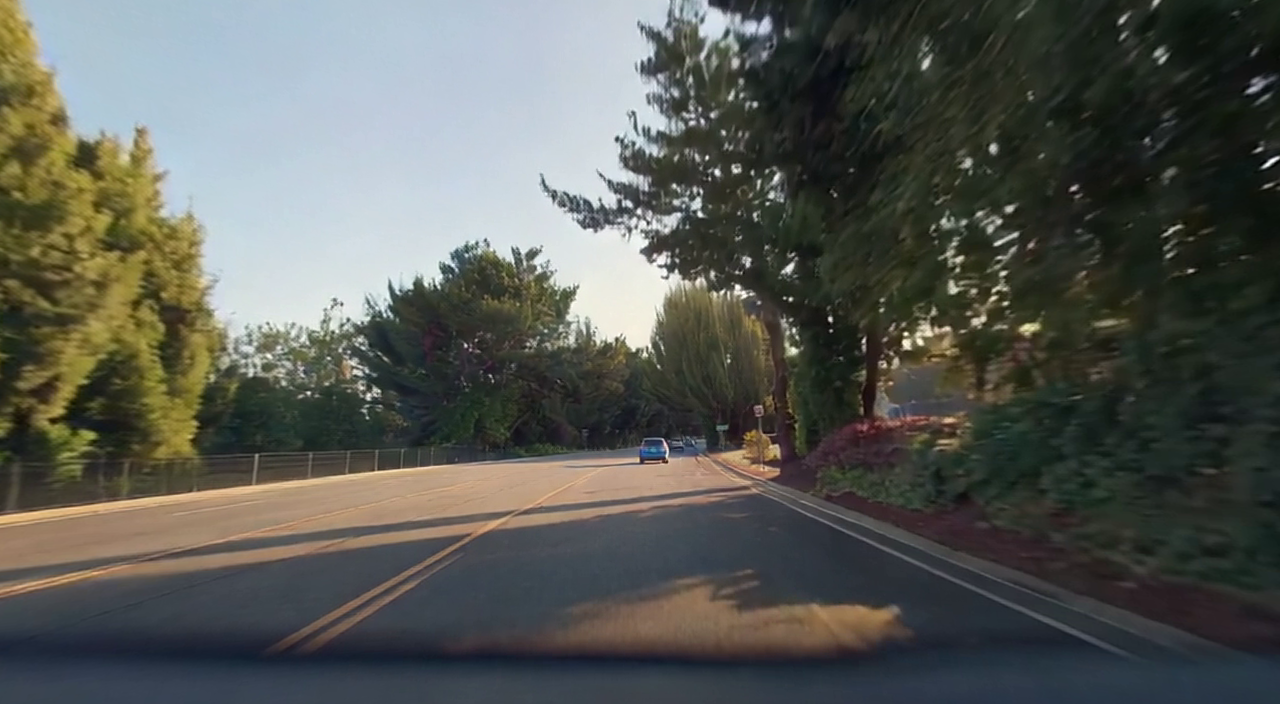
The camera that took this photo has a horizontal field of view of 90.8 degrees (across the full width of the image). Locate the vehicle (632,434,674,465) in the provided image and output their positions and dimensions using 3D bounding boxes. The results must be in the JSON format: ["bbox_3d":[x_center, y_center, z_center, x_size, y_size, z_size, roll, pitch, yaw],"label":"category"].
[{"bbox_3d":[0.859,5.811,37.611,2.294,1.708,4.110,-1,-9,4],"label":"vehicle"}]
